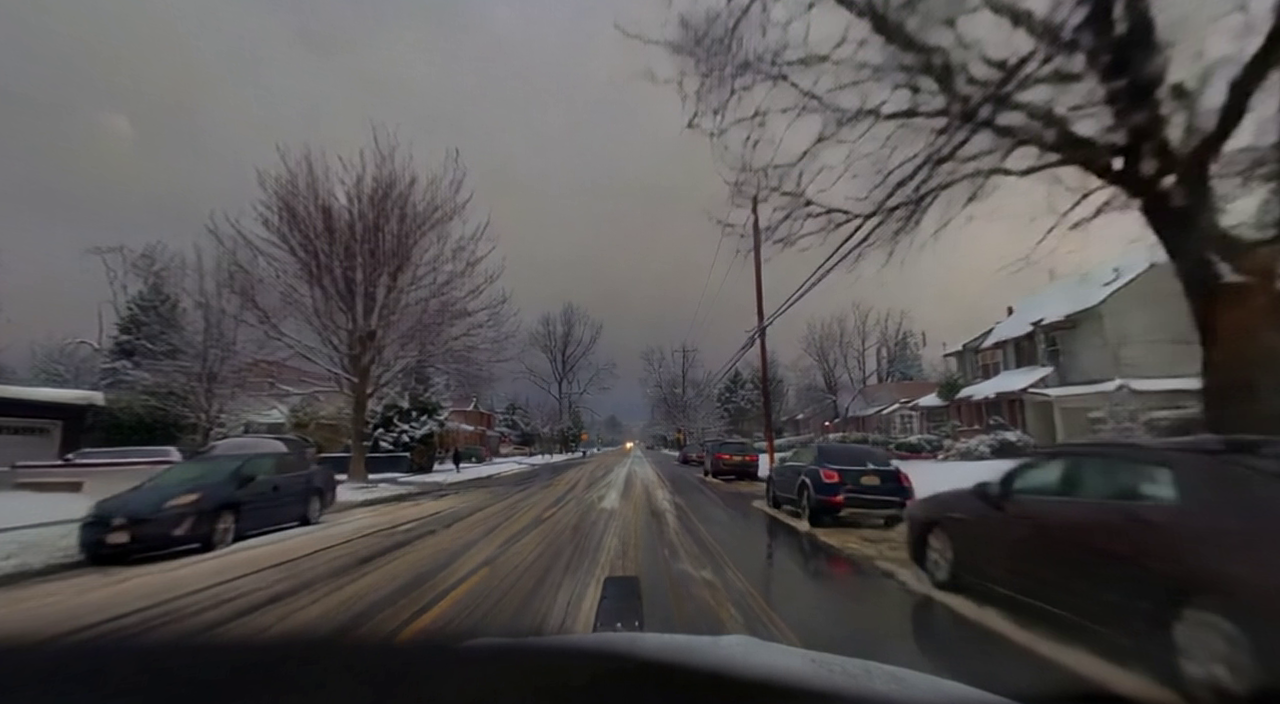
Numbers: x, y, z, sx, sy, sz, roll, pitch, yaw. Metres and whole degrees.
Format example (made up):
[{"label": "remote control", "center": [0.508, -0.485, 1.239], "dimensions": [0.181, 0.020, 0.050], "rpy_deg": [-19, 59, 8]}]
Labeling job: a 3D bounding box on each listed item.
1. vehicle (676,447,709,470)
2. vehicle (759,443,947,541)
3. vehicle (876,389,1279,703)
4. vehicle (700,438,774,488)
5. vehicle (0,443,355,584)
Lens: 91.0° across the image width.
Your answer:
[{"label": "vehicle", "center": [3.676, 7.493, 44.651], "dimensions": [1.897, 1.521, 4.835], "rpy_deg": [0, -9, -1]}, {"label": "vehicle", "center": [3.761, 2.537, 12.110], "dimensions": [1.949, 1.505, 4.483], "rpy_deg": [0, -9, -1]}, {"label": "vehicle", "center": [3.755, 1.245, 4.366], "dimensions": [2.157, 1.639, 5.297], "rpy_deg": [0, -9, 0]}, {"label": "vehicle", "center": [3.724, 4.365, 25.158], "dimensions": [2.039, 1.780, 4.884], "rpy_deg": [0, -9, -2]}, {"label": "vehicle", "center": [-6.322, 2.154, 9.440], "dimensions": [1.985, 1.497, 4.655], "rpy_deg": [-2, -8, -1]}]
